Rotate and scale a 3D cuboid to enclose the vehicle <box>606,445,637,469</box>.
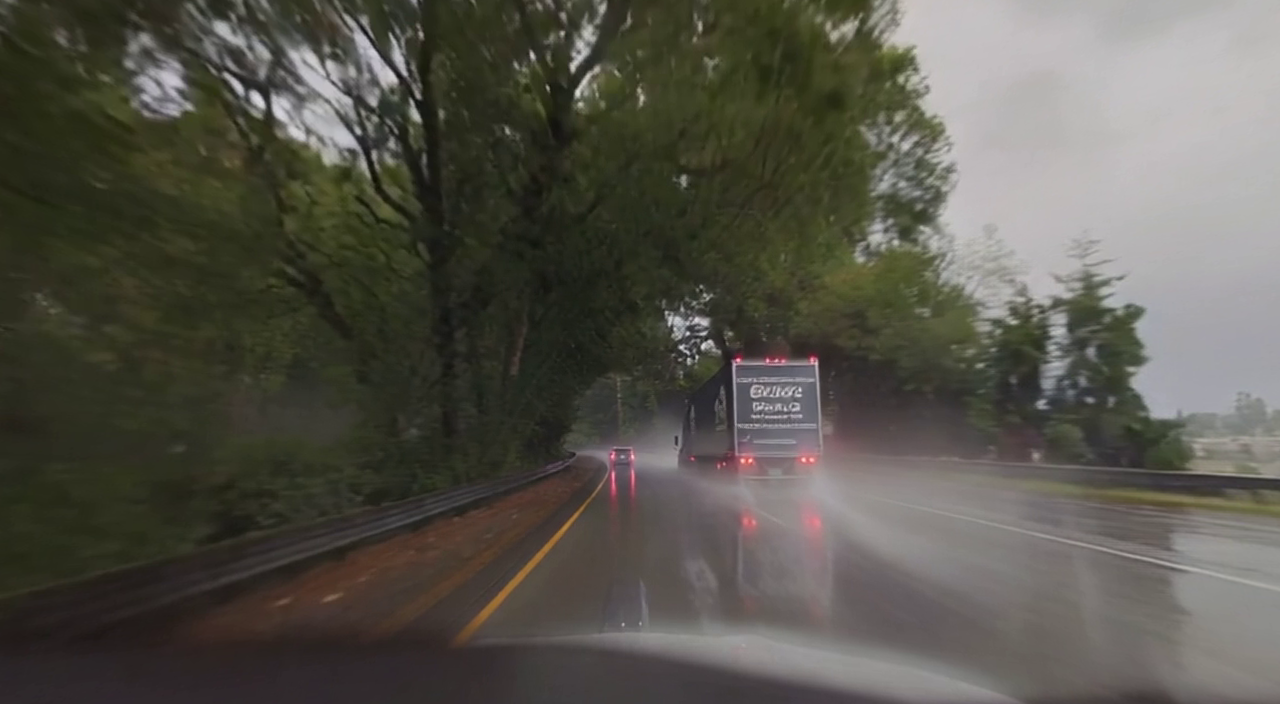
[{"bbox_3d":[-1.183,6.856,41.219,1.913,1.460,3.610,0,-9,-1],"label":"vehicle"}]

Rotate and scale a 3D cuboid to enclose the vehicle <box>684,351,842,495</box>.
[{"bbox_3d":[3.899,3.021,24.632,2.951,4.012,14.203,0,-9,-2],"label":"vehicle"}]
